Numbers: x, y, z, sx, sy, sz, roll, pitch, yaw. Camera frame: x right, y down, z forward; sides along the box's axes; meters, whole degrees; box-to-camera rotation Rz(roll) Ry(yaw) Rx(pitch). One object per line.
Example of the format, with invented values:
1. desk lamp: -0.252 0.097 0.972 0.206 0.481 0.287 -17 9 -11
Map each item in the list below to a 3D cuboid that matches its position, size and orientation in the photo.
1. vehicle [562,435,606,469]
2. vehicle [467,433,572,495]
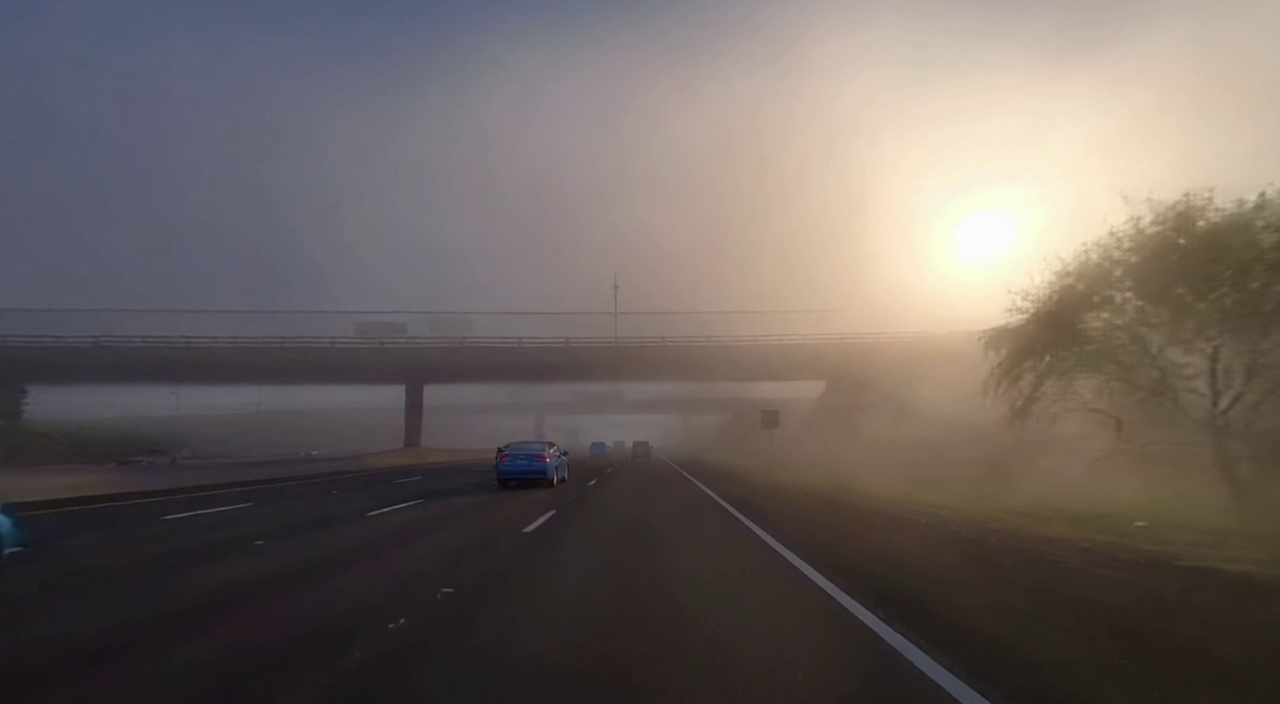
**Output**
1. vehicle: -3.190 5.826 36.921 2.080 1.811 4.644 0 -9 1
2. vehicle: -3.463 3.327 19.153 2.210 1.628 4.586 0 -9 1
